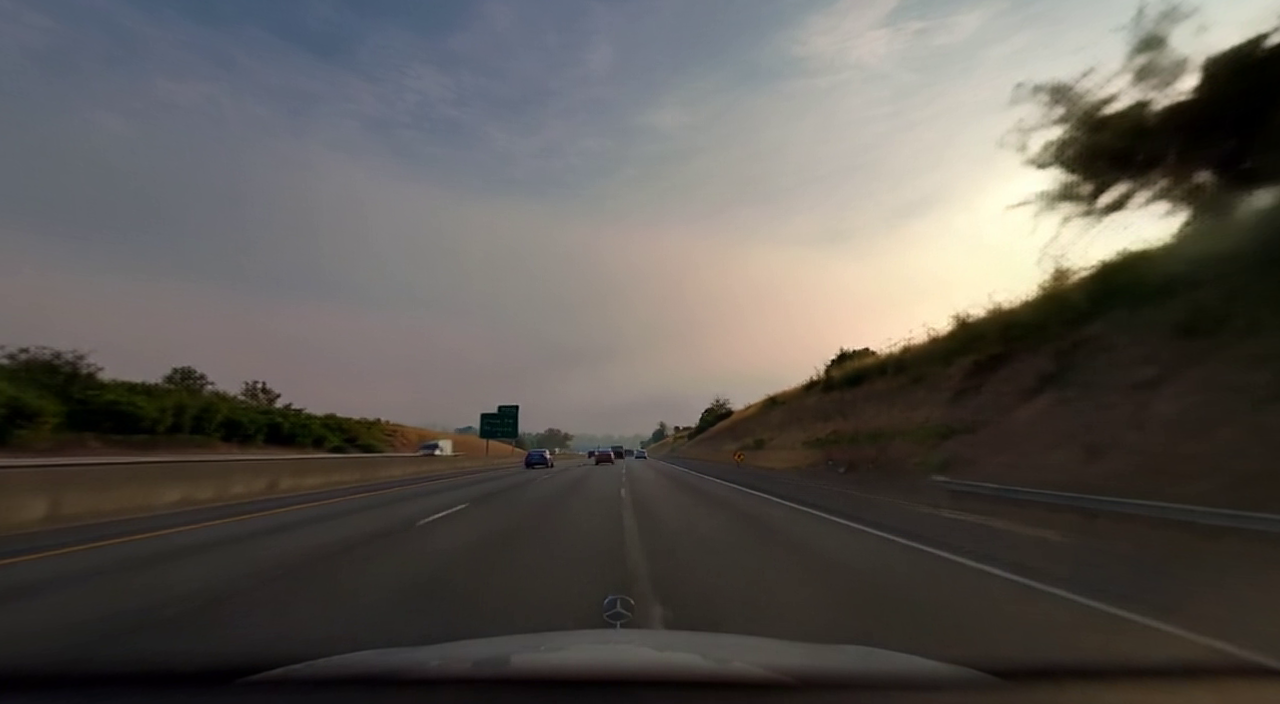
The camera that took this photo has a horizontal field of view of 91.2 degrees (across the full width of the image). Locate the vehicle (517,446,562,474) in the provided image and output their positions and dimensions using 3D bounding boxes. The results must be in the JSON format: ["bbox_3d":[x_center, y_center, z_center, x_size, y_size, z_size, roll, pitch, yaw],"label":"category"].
[{"bbox_3d":[-5.942,6.459,37.648,2.028,1.563,4.734,0,-9,-1],"label":"vehicle"}]
